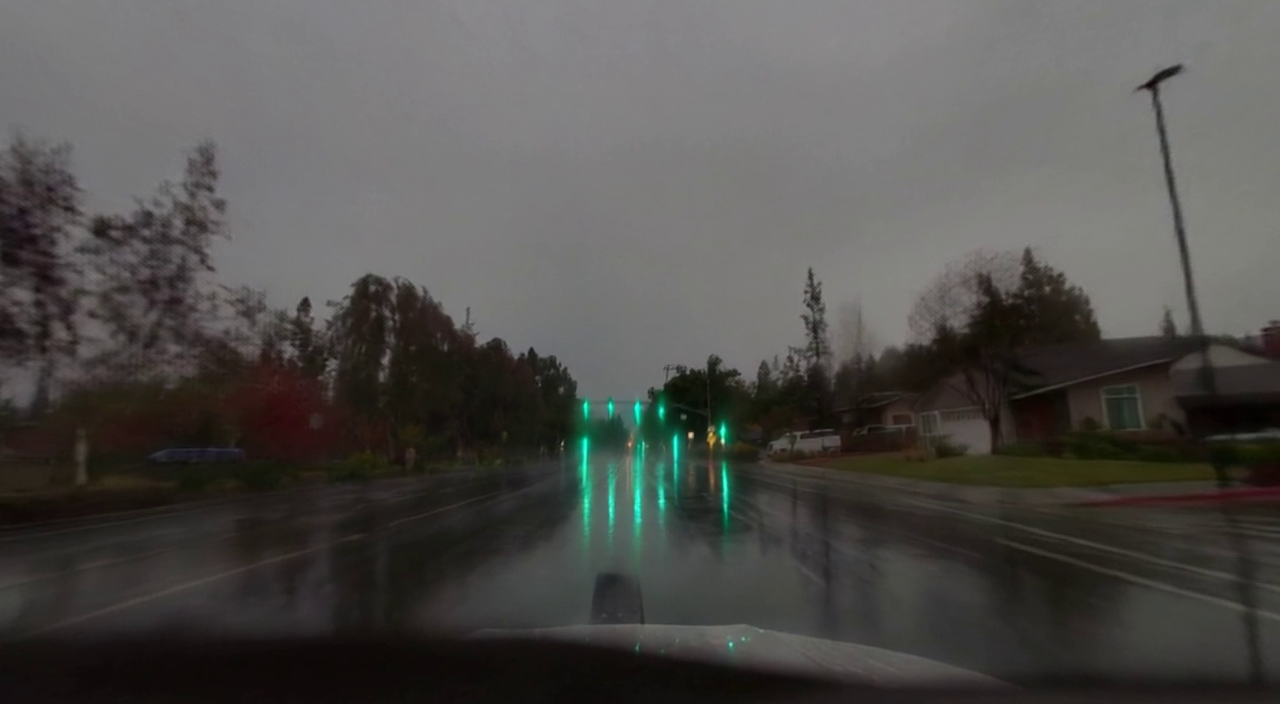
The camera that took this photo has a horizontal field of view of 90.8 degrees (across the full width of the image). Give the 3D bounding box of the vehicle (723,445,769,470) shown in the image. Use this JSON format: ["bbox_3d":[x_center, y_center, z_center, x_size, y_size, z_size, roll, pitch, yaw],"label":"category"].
[{"bbox_3d":[6.722,6.705,40.398,1.993,1.461,4.269,0,-8,-3],"label":"vehicle"}]

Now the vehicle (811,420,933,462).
[{"bbox_3d":[17.569,6.813,48.339,8.016,2.965,3.192,-1,-8,2],"label":"vehicle"}]
